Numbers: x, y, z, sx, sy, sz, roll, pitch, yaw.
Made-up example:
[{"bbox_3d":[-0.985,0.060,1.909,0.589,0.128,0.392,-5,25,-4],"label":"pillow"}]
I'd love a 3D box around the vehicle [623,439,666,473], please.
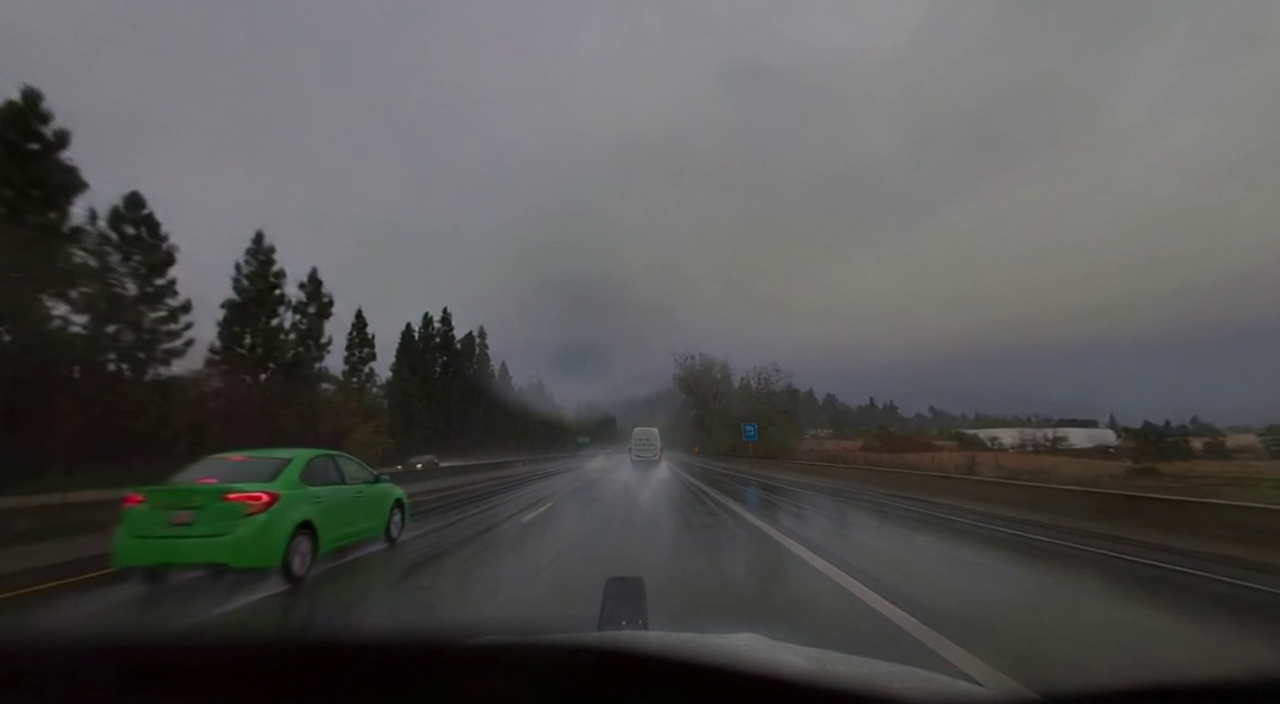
[{"bbox_3d":[0.222,5.640,34.217,2.172,1.687,3.929,0,-9,0],"label":"vehicle"}]

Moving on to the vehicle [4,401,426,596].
[{"bbox_3d":[-4.498,1.627,7.818,2.078,1.696,4.437,0,-9,1],"label":"vehicle"}]
